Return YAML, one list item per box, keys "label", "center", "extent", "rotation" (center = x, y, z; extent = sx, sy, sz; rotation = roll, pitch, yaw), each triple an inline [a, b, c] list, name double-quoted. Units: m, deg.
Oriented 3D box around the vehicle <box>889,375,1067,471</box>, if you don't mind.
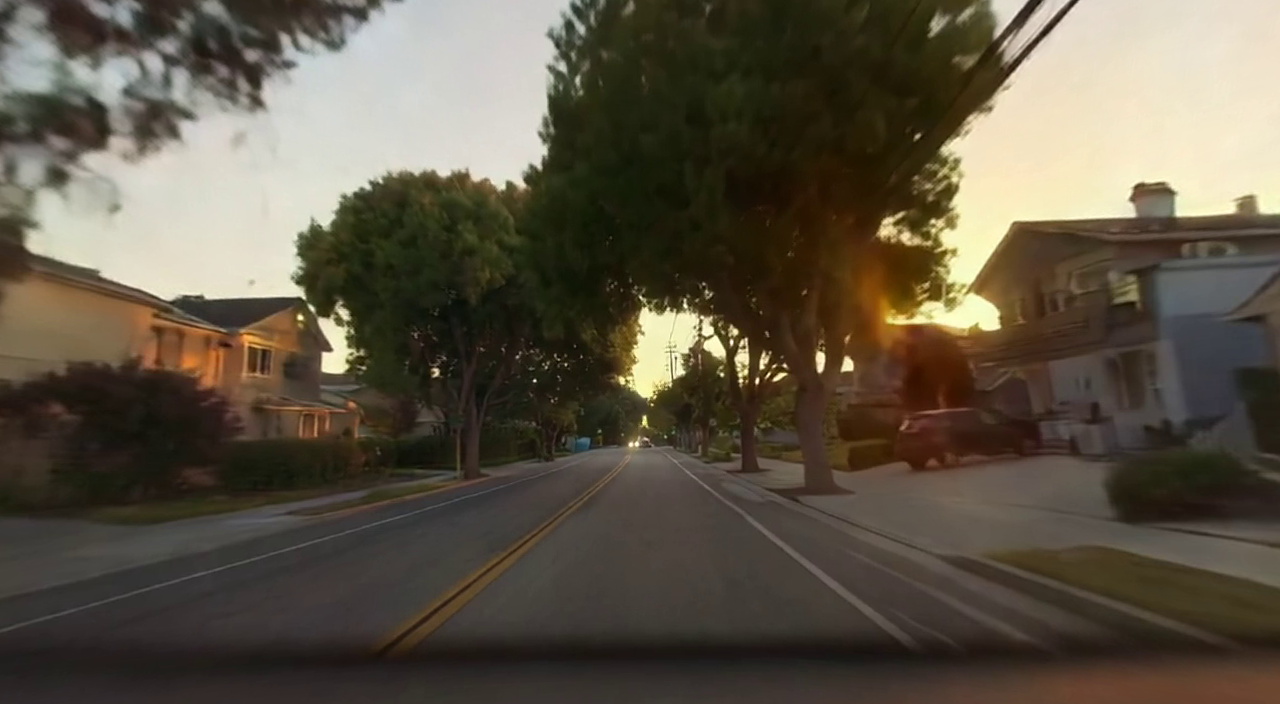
- label: "vehicle"
  center: [7.722, 1.771, 15.038]
  extent: [1.878, 1.743, 4.556]
  rotation: [-7, -9, 4]
